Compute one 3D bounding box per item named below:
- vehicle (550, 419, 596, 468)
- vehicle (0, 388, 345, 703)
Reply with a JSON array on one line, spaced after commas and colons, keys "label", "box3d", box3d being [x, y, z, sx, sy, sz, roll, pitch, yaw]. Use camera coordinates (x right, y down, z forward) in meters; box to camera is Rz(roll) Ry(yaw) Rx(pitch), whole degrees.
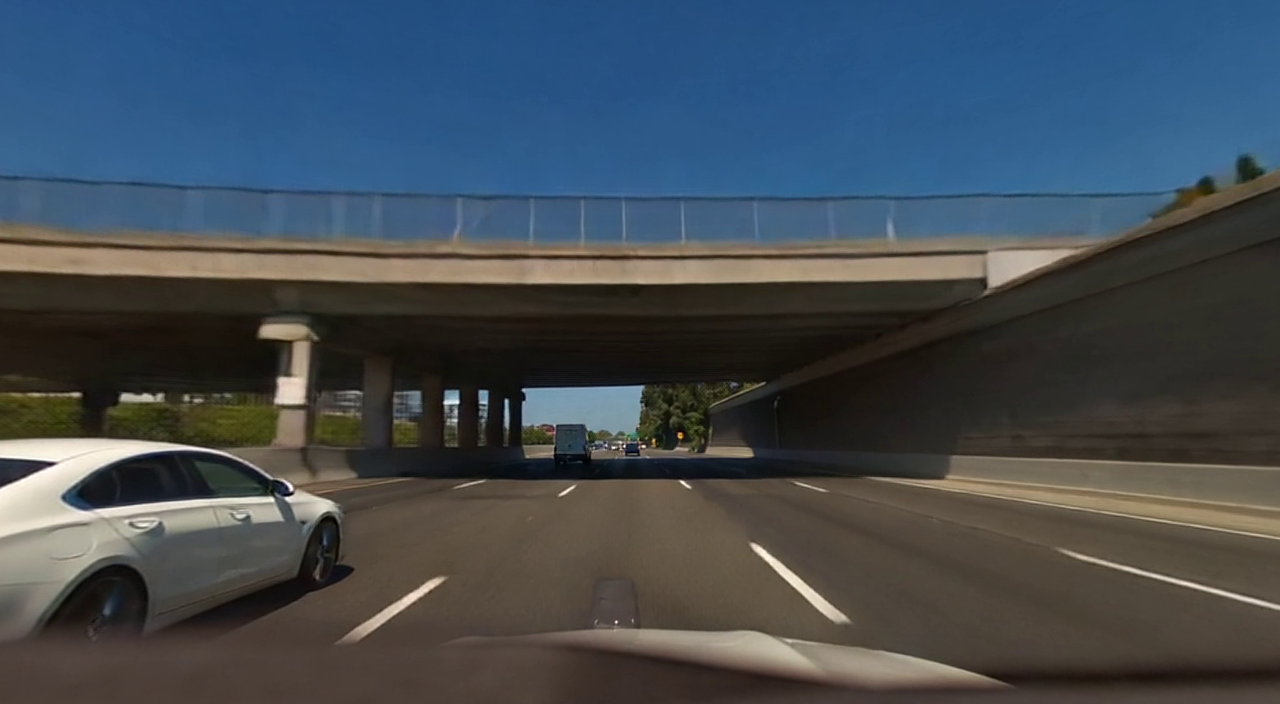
[{"label": "vehicle", "box3d": [-4.301, 6.066, 41.721, 2.364, 2.953, 6.732, 0, -8, -1]}, {"label": "vehicle", "box3d": [-3.828, 1.066, 3.607, 2.025, 1.556, 4.594, 0, -8, 0]}]
